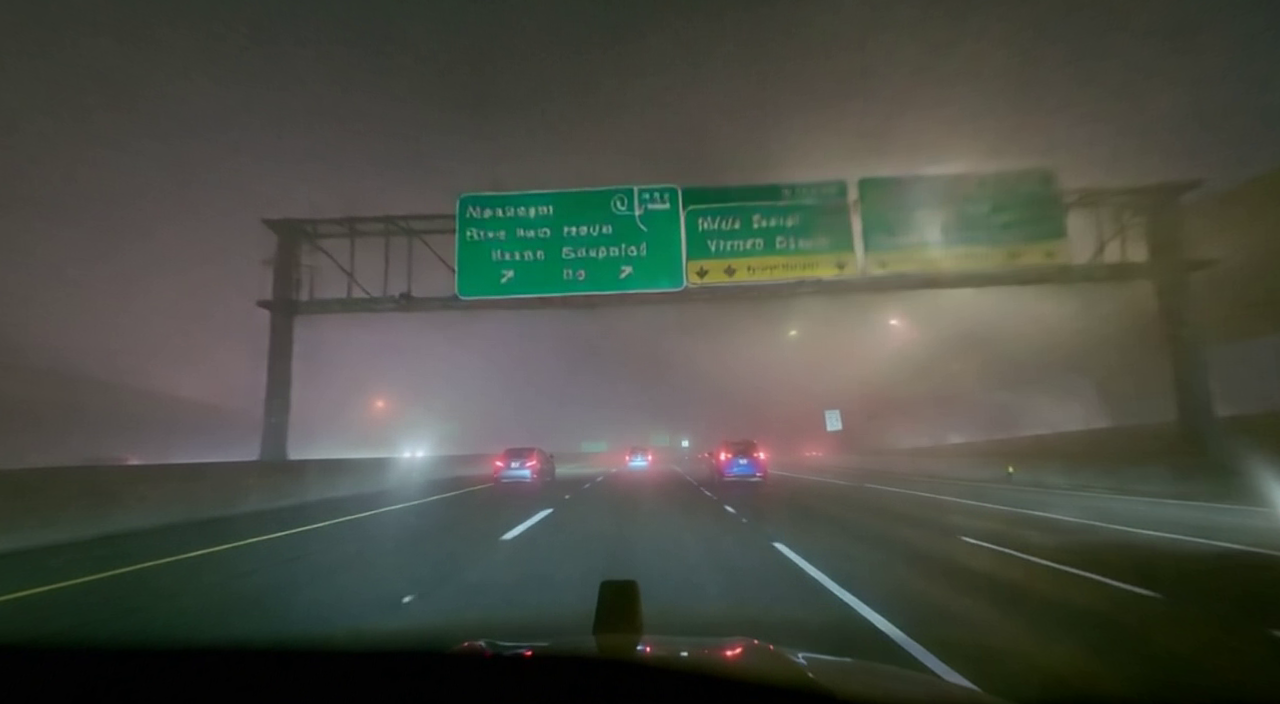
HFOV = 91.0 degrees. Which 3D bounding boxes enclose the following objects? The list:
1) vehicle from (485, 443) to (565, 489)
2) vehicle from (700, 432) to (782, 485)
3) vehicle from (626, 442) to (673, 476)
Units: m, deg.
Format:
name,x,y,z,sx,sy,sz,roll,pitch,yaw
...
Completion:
name,x,y,z,sx,sy,sz,roll,pitch,yaw
vehicle,-4.000,4.036,22.656,2.031,1.491,4.145,0,-8,1
vehicle,3.533,3.832,22.958,2.202,1.748,4.158,0,-8,-1
vehicle,0.425,5.072,30.029,2.089,1.493,3.964,0,-8,0
